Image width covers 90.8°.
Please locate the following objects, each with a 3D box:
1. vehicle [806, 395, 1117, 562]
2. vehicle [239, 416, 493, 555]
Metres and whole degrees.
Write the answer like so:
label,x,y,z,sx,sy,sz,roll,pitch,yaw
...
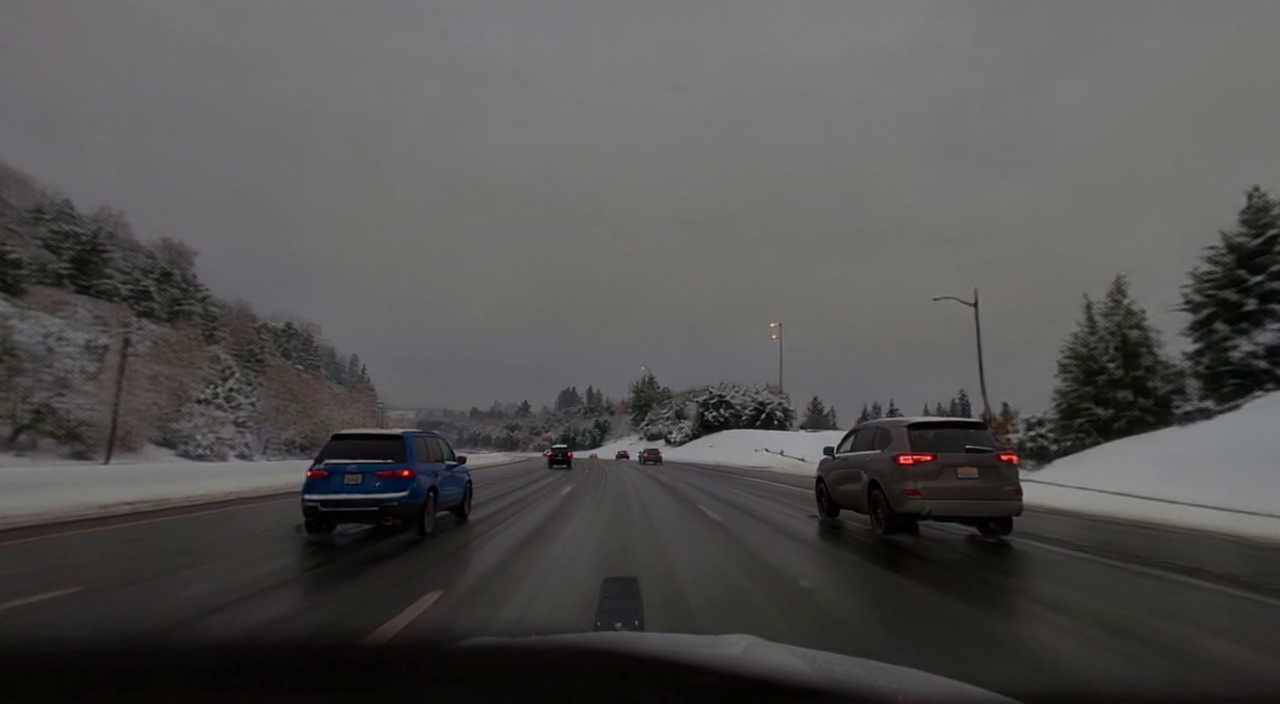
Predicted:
label,x,y,z,sx,sy,sz,roll,pitch,yaw
vehicle,4.340,1.820,9.738,2.103,1.903,4.837,0,-9,-2
vehicle,-4.079,2.080,10.520,2.213,1.766,4.598,0,-9,-1
